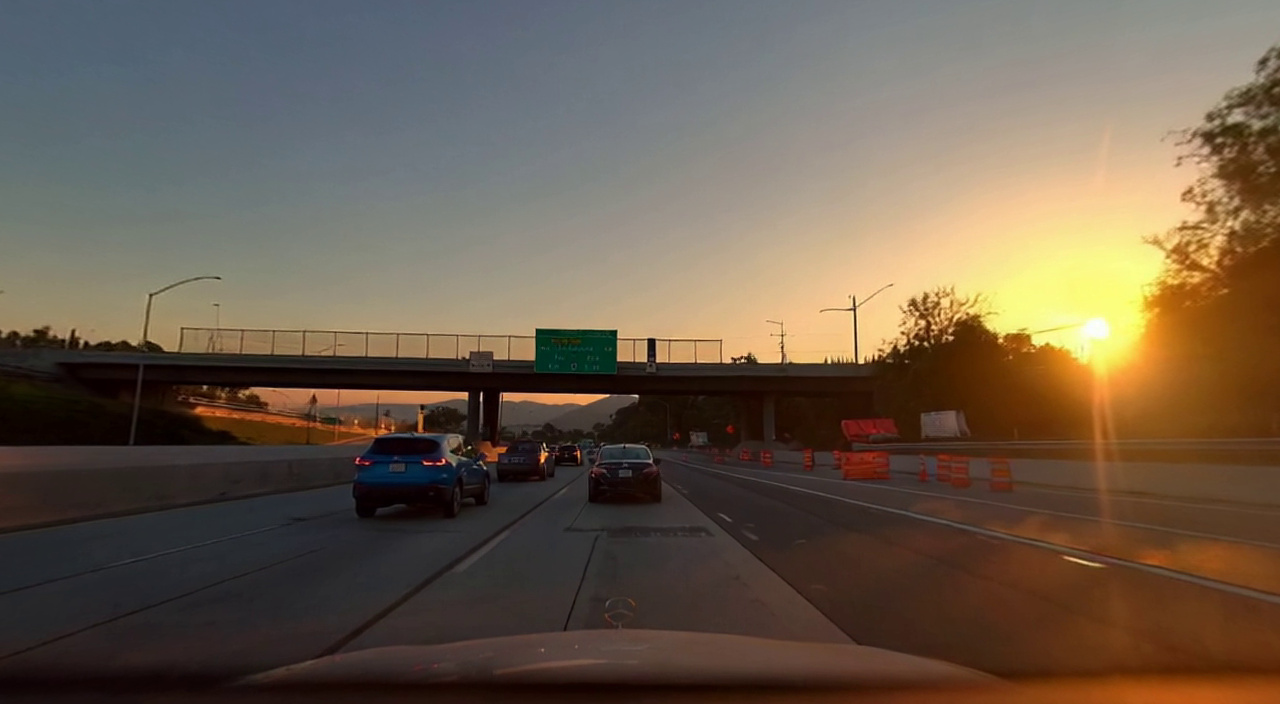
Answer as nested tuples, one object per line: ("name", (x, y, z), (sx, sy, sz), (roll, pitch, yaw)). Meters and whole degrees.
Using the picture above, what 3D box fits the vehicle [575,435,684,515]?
("vehicle", (-0.256, 2.631, 14.013), (2.069, 1.484, 3.982), (0, -9, -2))

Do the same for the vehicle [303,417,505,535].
("vehicle", (-3.892, 2.120, 11.345), (2.025, 1.708, 4.089), (0, -9, 0))

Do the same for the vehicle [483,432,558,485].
("vehicle", (-4.209, 3.809, 22.855), (1.982, 1.727, 4.057), (0, -9, -1))
